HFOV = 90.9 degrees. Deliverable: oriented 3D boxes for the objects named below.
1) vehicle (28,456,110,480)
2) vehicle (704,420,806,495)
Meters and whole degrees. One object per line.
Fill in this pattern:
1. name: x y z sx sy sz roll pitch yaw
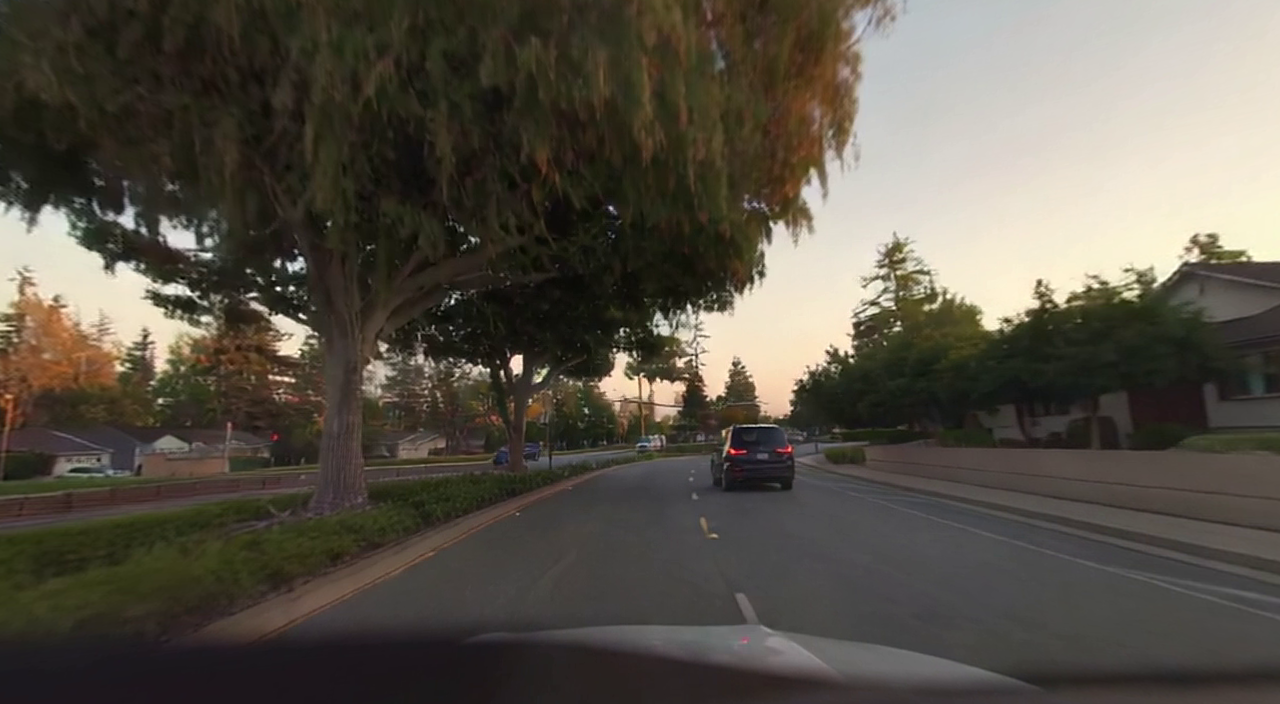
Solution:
1. vehicle: -36.471 7.390 40.299 3.339 1.383 1.865 0 -8 -3
2. vehicle: 3.084 2.971 18.035 2.141 1.833 4.704 0 -8 1
